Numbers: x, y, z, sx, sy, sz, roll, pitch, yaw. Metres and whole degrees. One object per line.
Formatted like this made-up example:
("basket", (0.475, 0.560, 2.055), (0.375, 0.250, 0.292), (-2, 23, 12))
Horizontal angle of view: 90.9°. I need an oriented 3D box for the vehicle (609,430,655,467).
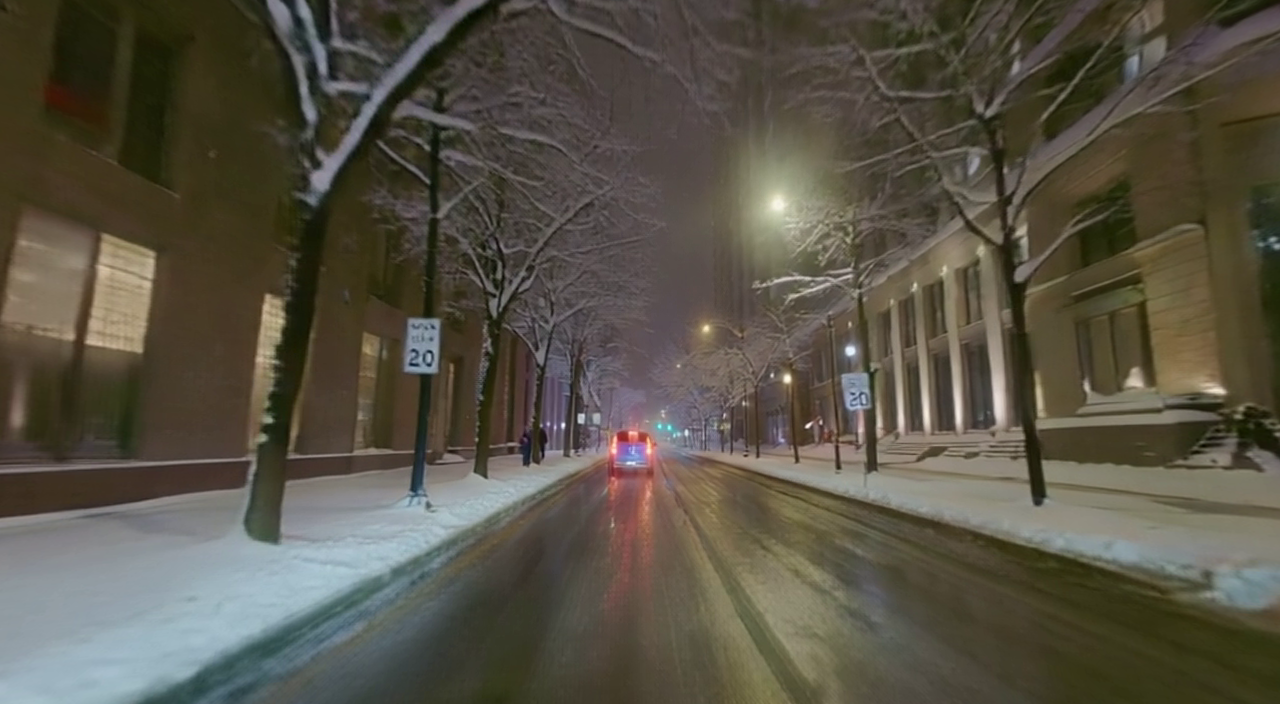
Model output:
("vehicle", (-0.378, 4.593, 29.961), (2.079, 1.621, 3.861), (0, -8, -1))
